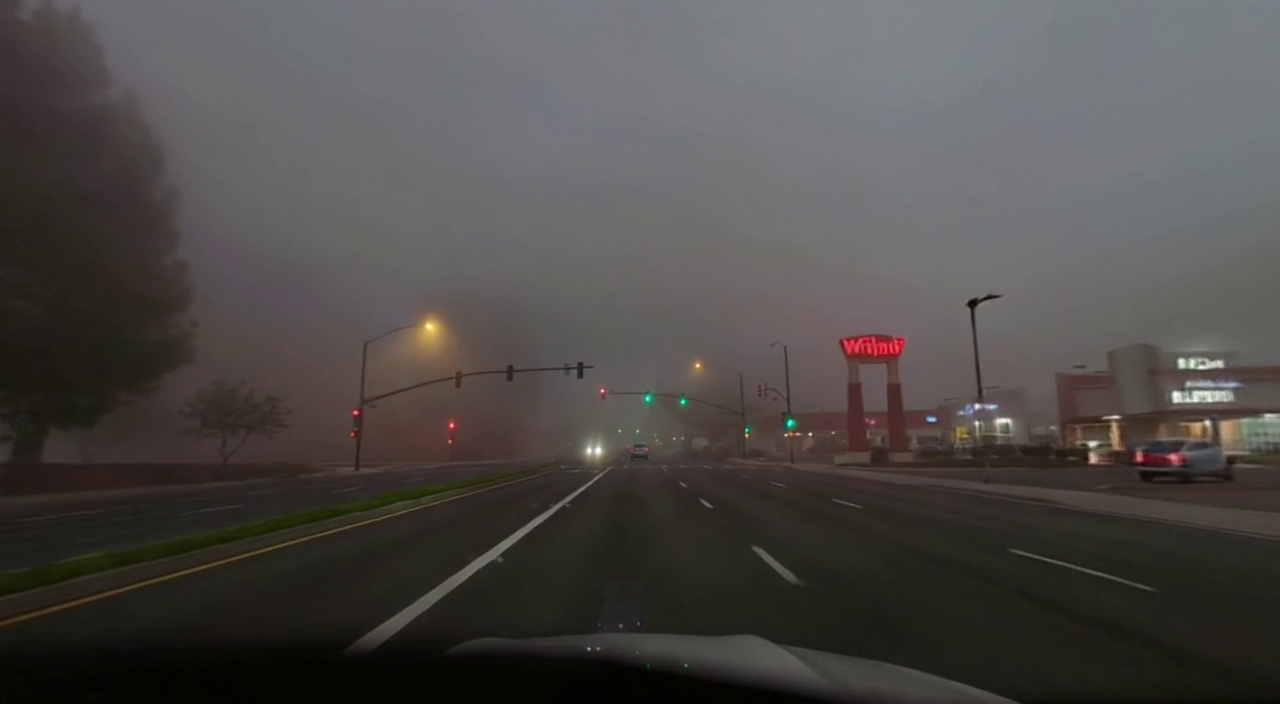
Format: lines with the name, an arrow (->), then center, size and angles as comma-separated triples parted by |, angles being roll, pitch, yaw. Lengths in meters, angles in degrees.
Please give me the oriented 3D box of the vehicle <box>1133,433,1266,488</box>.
vehicle -> 19.574, 3.752, 22.062 | 4.717, 1.714, 1.985 | 5, -10, -31
